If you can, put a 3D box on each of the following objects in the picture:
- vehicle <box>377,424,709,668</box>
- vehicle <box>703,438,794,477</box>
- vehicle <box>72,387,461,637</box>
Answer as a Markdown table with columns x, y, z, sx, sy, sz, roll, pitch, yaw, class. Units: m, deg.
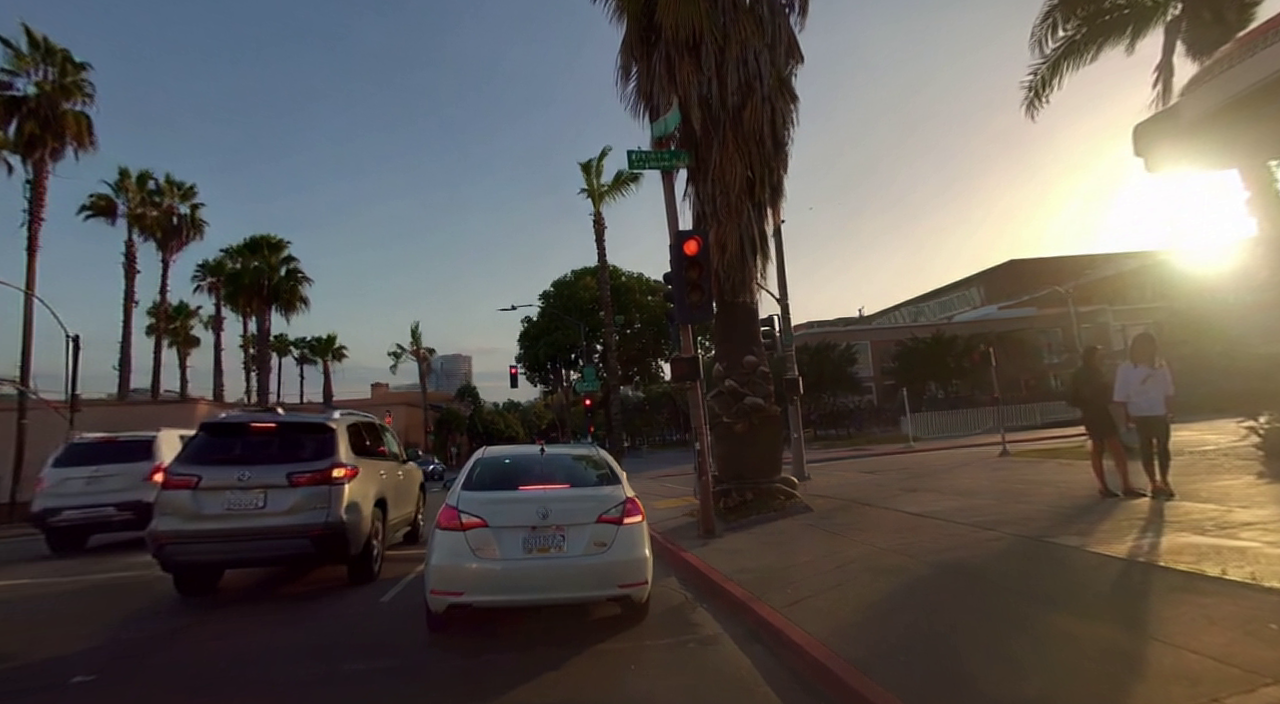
| x | y | z | sx | sy | sz | roll | pitch | yaw | class |
| --- | --- | --- | --- | --- | --- | --- | --- | --- | --- |
| -0.894 | 1.522 | 6.177 | 2.065 | 1.467 | 4.289 | 1 | -9 | -9 | vehicle |
| 5.333 | 5.201 | 31.206 | 3.987 | 1.636 | 1.903 | 4 | -6 | -13 | vehicle |
| -3.472 | 1.547 | 7.184 | 2.098 | 1.851 | 4.571 | 1 | -9 | -8 | vehicle |
